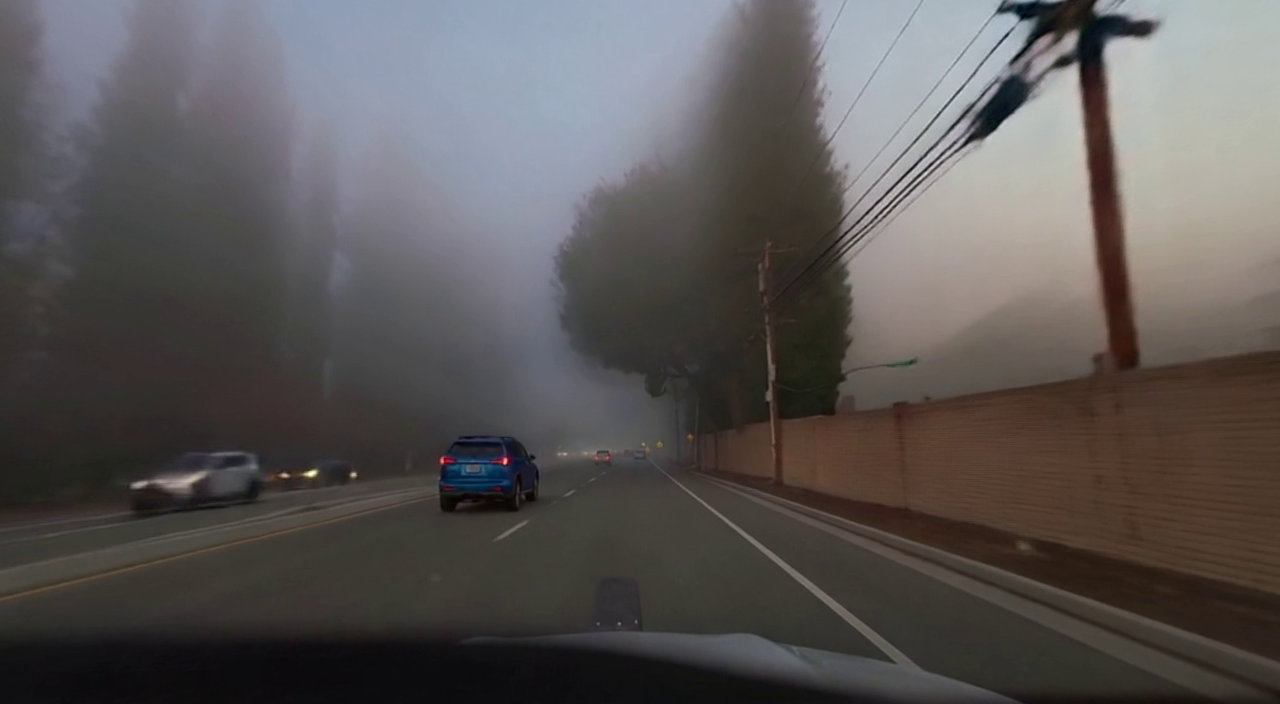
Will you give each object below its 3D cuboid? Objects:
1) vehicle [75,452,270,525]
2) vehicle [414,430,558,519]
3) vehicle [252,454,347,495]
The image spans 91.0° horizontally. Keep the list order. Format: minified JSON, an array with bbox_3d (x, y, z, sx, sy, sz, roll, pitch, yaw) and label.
[{"bbox_3d":[-12.160,3.512,16.838,1.894,1.634,4.292,0,-9,0],"label":"vehicle"},{"bbox_3d":[-3.338,2.753,14.729,2.147,1.730,4.555,0,-8,1],"label":"vehicle"},{"bbox_3d":[-16.582,5.969,31.003,2.029,1.780,4.784,1,-9,-1],"label":"vehicle"}]
